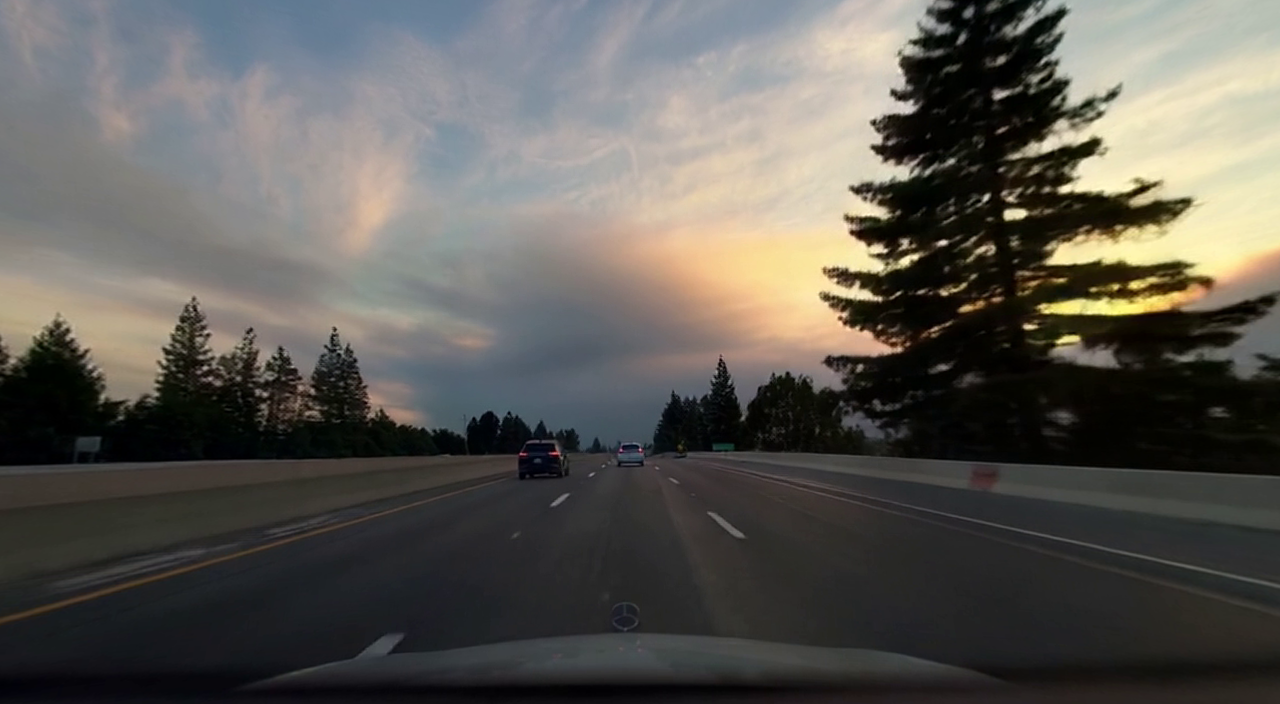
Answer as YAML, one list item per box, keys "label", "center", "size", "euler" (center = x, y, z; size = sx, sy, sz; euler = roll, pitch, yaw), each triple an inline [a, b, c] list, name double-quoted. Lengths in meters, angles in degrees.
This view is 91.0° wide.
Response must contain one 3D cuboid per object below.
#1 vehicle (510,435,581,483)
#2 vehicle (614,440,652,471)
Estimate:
- label: "vehicle"
  center: [-3.745, 4.324, 25.776]
  size: [2.130, 1.741, 4.665]
  euler: [0, -8, 1]
- label: "vehicle"
  center: [-0.421, 6.096, 37.239]
  size: [2.130, 1.684, 3.826]
  euler: [0, -8, -1]
